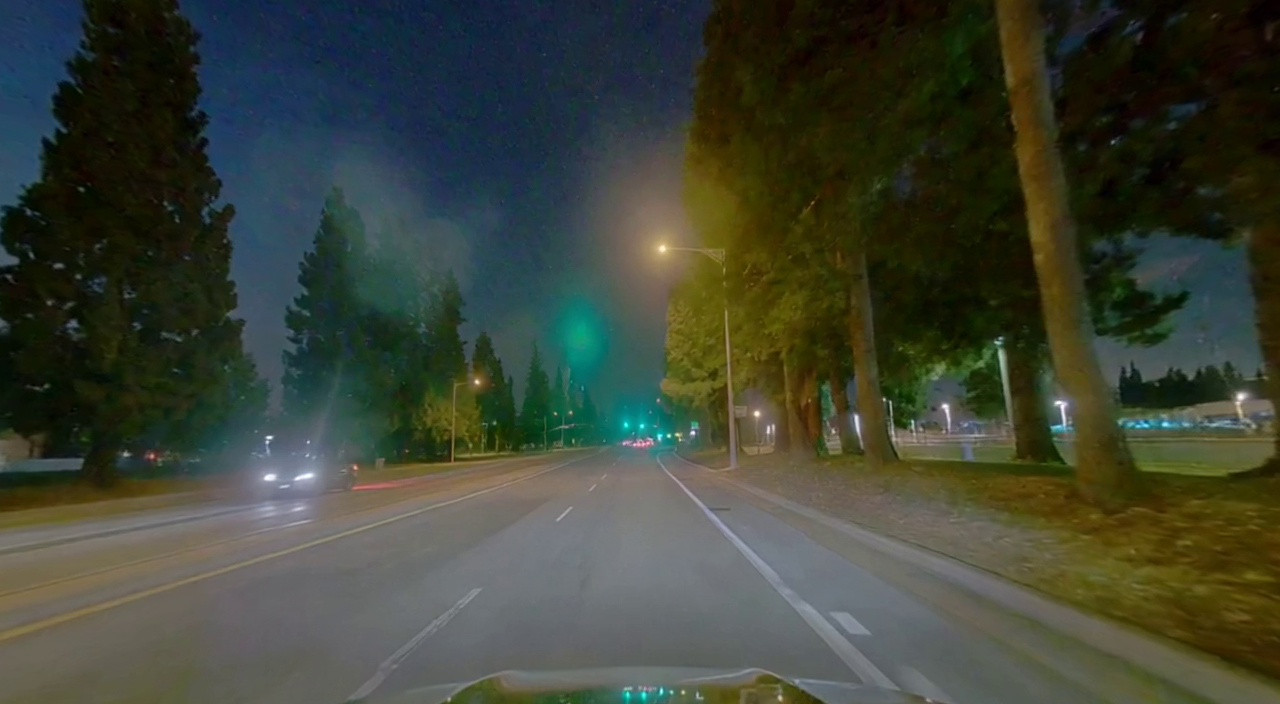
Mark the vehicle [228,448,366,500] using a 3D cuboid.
[{"bbox_3d":[-11.272,4.003,21.174,2.113,1.488,4.509,0,-8,0],"label":"vehicle"}]
